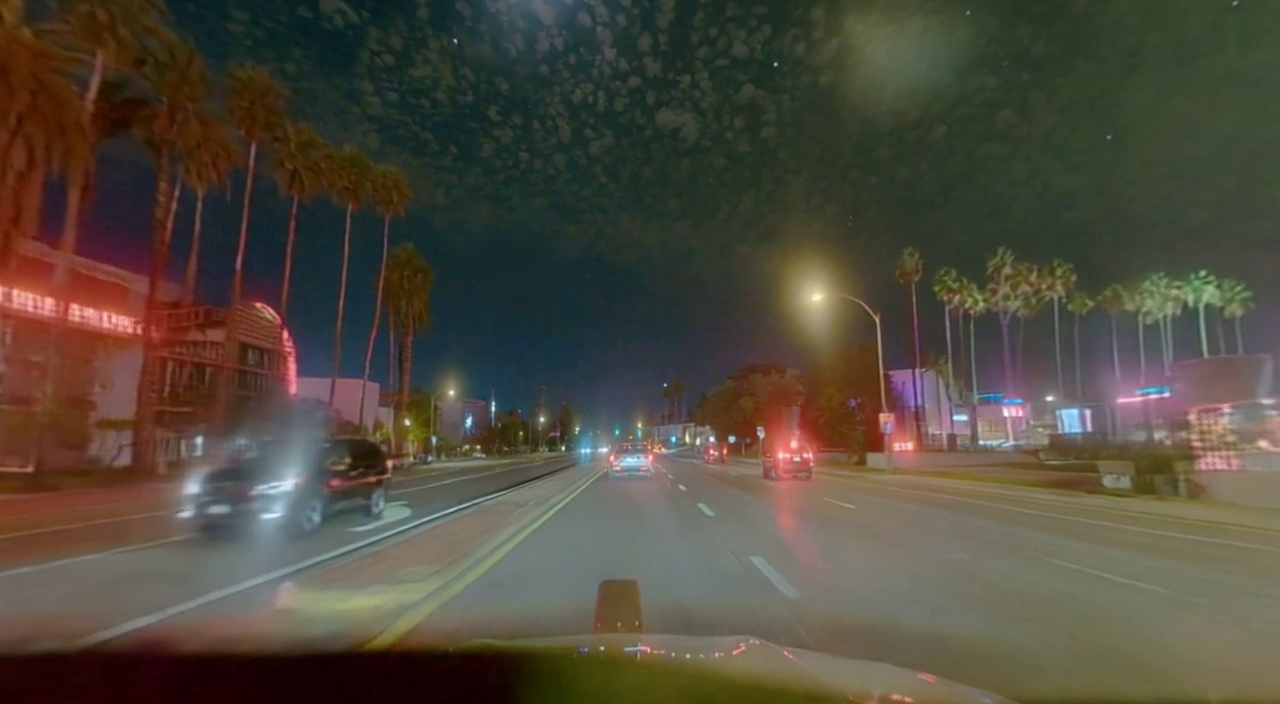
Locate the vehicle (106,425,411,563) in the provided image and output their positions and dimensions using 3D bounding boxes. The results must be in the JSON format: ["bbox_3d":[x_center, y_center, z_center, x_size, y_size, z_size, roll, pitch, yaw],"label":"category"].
[{"bbox_3d":[-5.262,1.965,9.592,2.028,1.489,4.386,-3,-8,-2],"label":"vehicle"}]

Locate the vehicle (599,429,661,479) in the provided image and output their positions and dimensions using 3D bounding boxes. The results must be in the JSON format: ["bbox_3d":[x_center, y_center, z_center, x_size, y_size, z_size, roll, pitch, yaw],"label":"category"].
[{"bbox_3d":[-0.379,4.053,25.231,2.277,1.816,4.192,0,-8,-1],"label":"vehicle"}]

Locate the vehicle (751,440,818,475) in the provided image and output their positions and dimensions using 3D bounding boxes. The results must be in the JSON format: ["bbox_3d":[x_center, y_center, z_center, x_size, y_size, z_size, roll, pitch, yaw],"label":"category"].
[{"bbox_3d":[6.726,4.953,29.875,1.975,1.483,4.769,0,-8,-1],"label":"vehicle"}]
